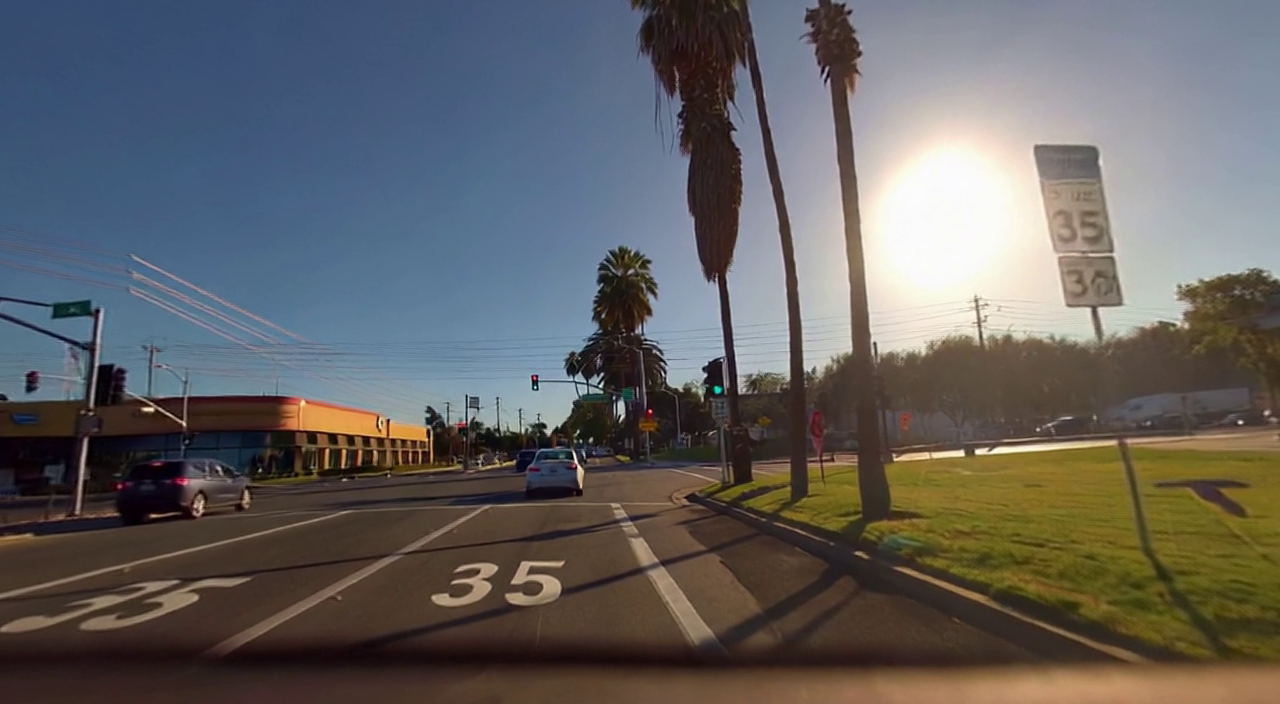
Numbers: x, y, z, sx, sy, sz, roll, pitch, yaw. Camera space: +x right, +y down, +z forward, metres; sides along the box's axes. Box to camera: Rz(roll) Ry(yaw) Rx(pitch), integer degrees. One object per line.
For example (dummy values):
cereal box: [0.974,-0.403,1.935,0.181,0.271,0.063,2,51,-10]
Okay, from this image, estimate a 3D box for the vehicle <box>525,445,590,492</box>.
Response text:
vehicle: [-2.851,4.105,22.618,2.063,1.474,4.334,0,-9,-5]

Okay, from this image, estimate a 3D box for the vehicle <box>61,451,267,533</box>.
vehicle: [-12.307,3.585,16.875,2.050,1.811,4.752,0,-9,-5]
